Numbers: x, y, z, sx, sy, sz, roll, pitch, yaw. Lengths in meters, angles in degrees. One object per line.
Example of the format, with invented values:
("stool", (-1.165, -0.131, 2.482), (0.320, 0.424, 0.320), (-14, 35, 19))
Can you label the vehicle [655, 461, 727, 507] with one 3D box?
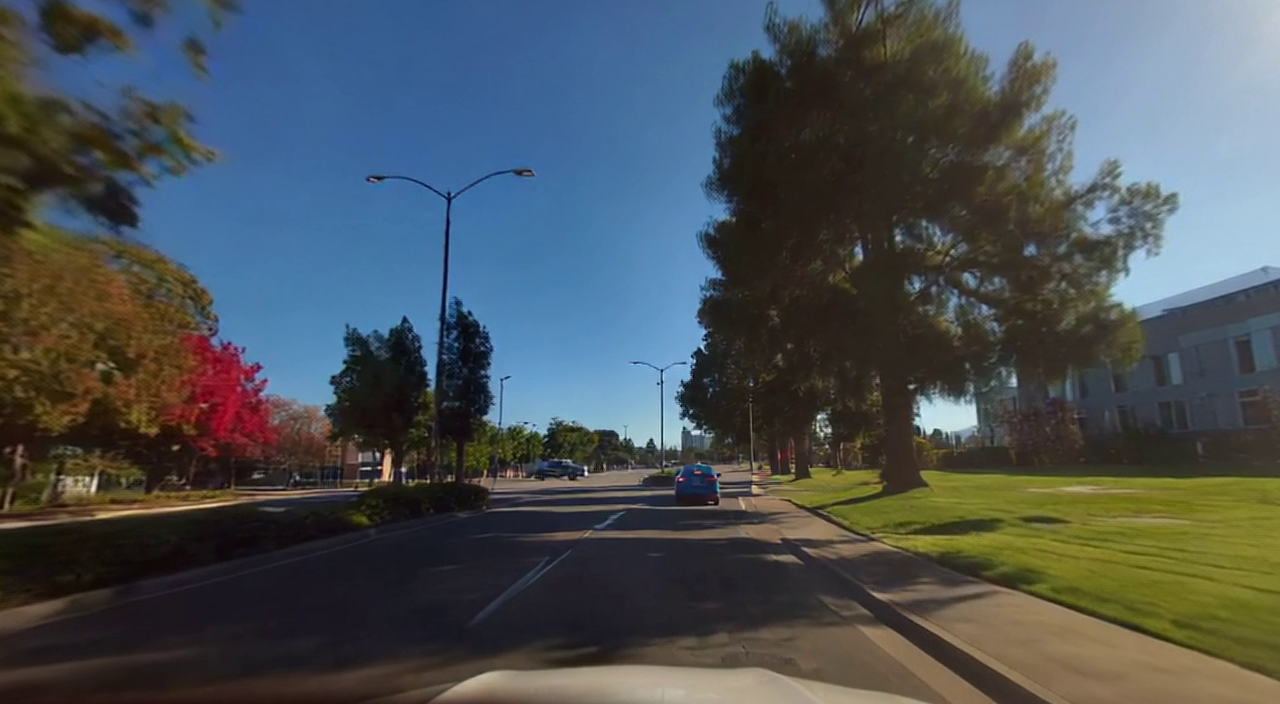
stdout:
("vehicle", (1.791, 4.257, 20.596), (1.972, 1.250, 5.282), (-1, -11, 9))

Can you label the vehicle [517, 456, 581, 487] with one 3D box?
("vehicle", (-4.722, 6.347, 33.511), (1.870, 1.518, 4.390), (-2, -11, 13))
